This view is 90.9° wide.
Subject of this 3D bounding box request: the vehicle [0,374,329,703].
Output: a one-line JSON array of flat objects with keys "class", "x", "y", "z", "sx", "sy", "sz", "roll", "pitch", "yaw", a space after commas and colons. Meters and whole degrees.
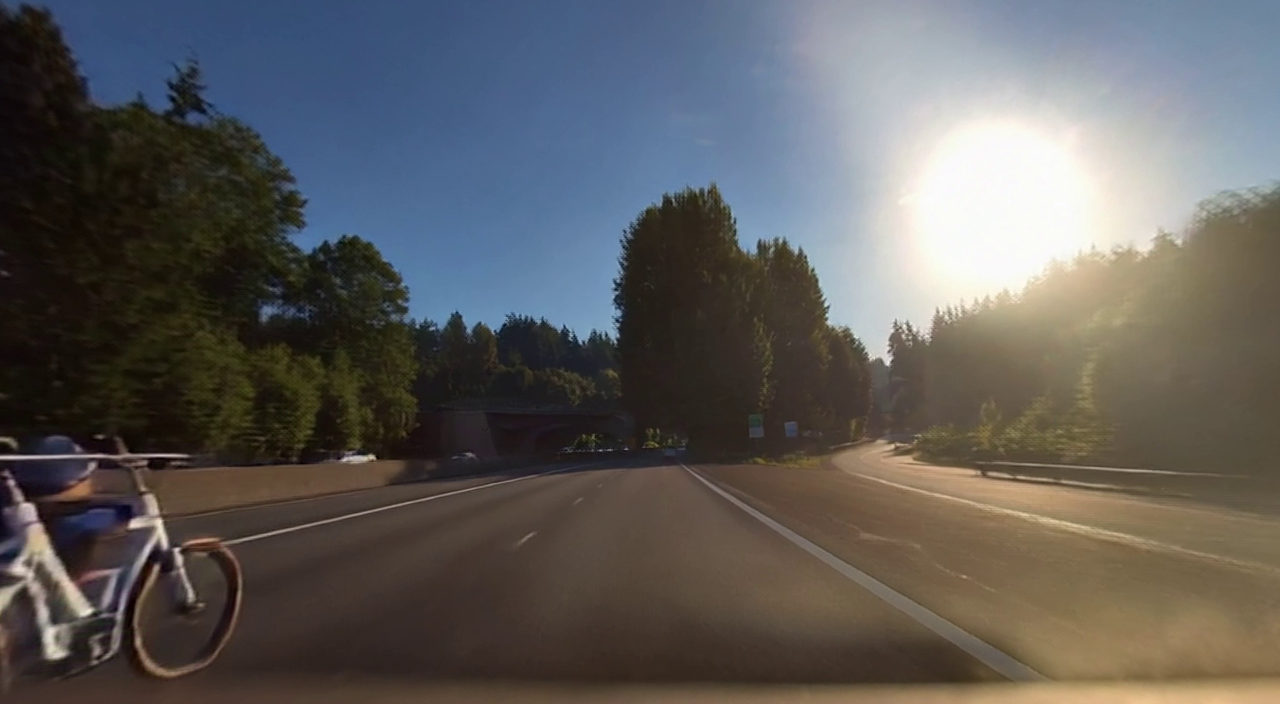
[{"class": "vehicle", "x": -3.387, "y": 0.890, "z": 2.461, "sx": 2.108, "sy": 1.557, "sz": 4.344, "roll": 0, "pitch": -9, "yaw": 0}]
